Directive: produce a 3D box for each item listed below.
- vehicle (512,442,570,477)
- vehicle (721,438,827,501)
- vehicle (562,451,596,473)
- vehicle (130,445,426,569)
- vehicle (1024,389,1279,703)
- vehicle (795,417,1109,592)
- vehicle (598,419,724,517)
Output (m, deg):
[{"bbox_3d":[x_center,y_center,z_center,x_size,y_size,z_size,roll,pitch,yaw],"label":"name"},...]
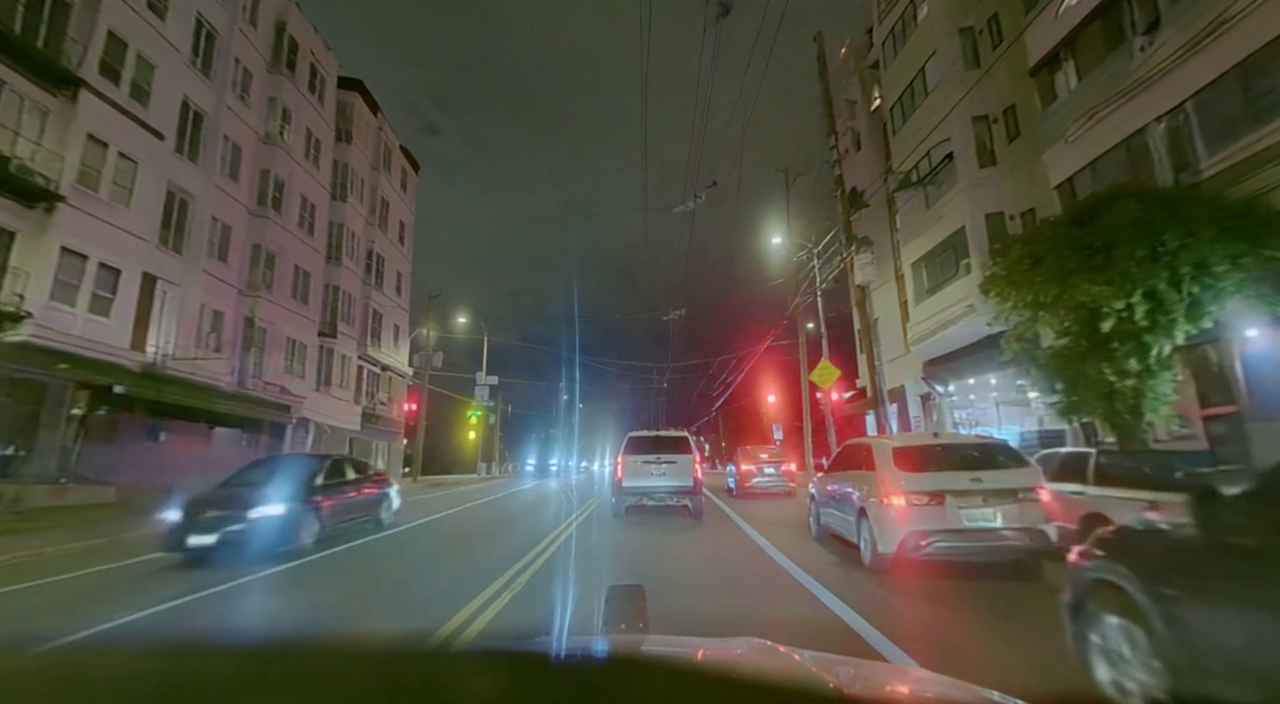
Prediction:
[{"bbox_3d":[-5.171,5.655,33.495,2.215,1.703,4.614,0,-8,2],"label":"vehicle"},{"bbox_3d":[3.381,3.039,16.811,1.970,1.452,4.227,0,-8,1],"label":"vehicle"},{"bbox_3d":[-4.720,8.623,49.519,2.014,1.538,4.275,-1,-8,3],"label":"vehicle"},{"bbox_3d":[-5.244,2.246,10.075,1.966,1.470,4.528,0,-8,1],"label":"vehicle"},{"bbox_3d":[3.120,0.698,0.863,2.116,1.487,4.988,0,-8,1],"label":"vehicle"},{"bbox_3d":[3.352,1.684,7.842,1.906,1.578,4.020,0,-8,1],"label":"vehicle"},{"bbox_3d":[0.371,2.351,13.277,2.232,1.736,4.036,0,-8,0],"label":"vehicle"}]
